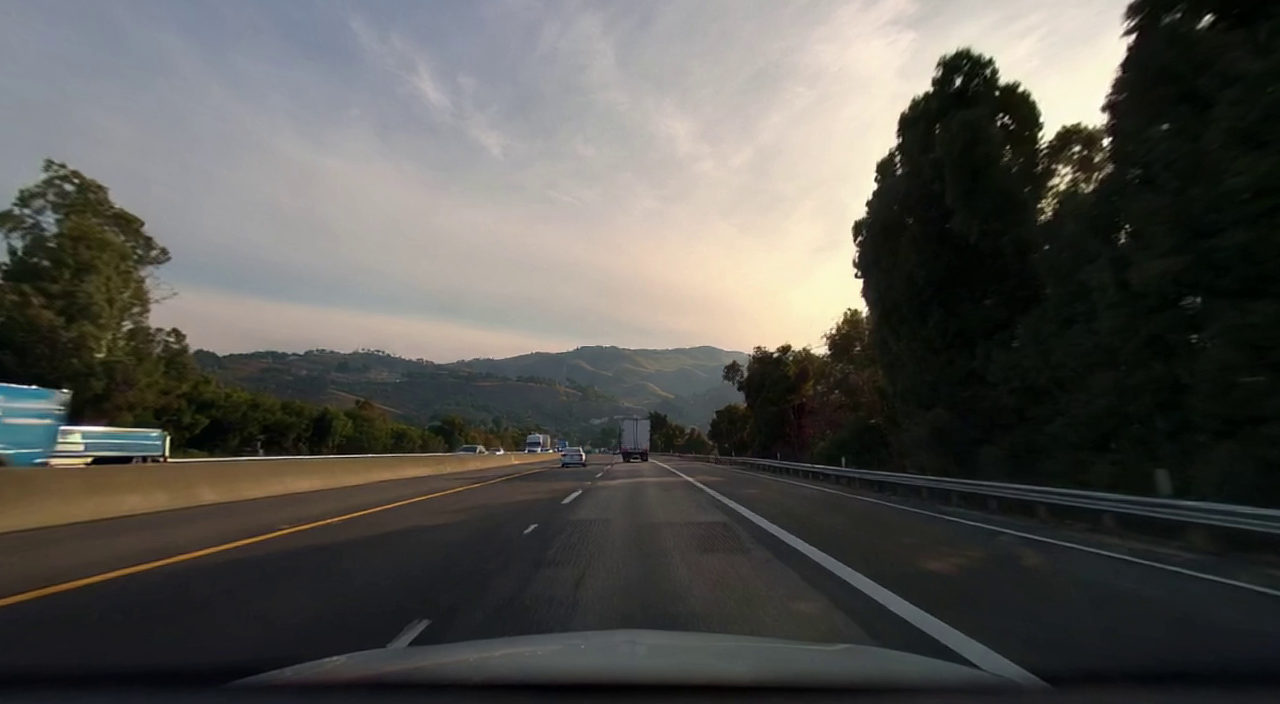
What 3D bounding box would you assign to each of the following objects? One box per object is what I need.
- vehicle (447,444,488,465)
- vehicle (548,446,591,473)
[{"bbox_3d":[-13.300,7.941,48.486,1.966,1.518,4.276,0,-9,0],"label":"vehicle"},{"bbox_3d":[-4.118,6.362,37.270,2.057,1.519,4.372,0,-9,0],"label":"vehicle"}]
